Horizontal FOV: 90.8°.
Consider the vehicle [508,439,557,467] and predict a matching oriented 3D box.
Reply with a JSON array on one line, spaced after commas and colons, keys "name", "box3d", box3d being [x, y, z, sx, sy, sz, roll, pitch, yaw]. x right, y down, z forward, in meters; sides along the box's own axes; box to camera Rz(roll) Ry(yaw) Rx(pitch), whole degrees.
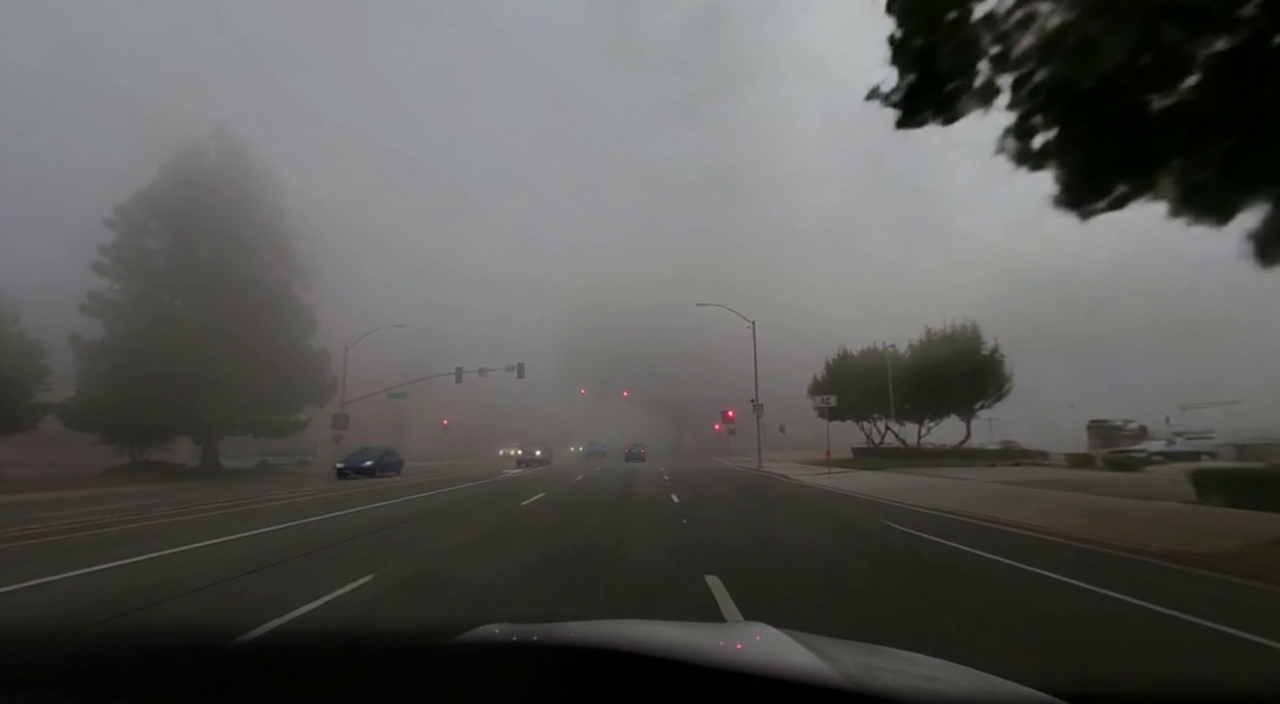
[{"name": "vehicle", "box3d": [-7.077, 6.703, 41.973, 2.262, 1.708, 4.466, 0, -9, 2]}]

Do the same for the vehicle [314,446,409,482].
[{"name": "vehicle", "box3d": [-11.898, 4.792, 27.369, 1.987, 1.445, 4.482, 0, -9, 1]}]
